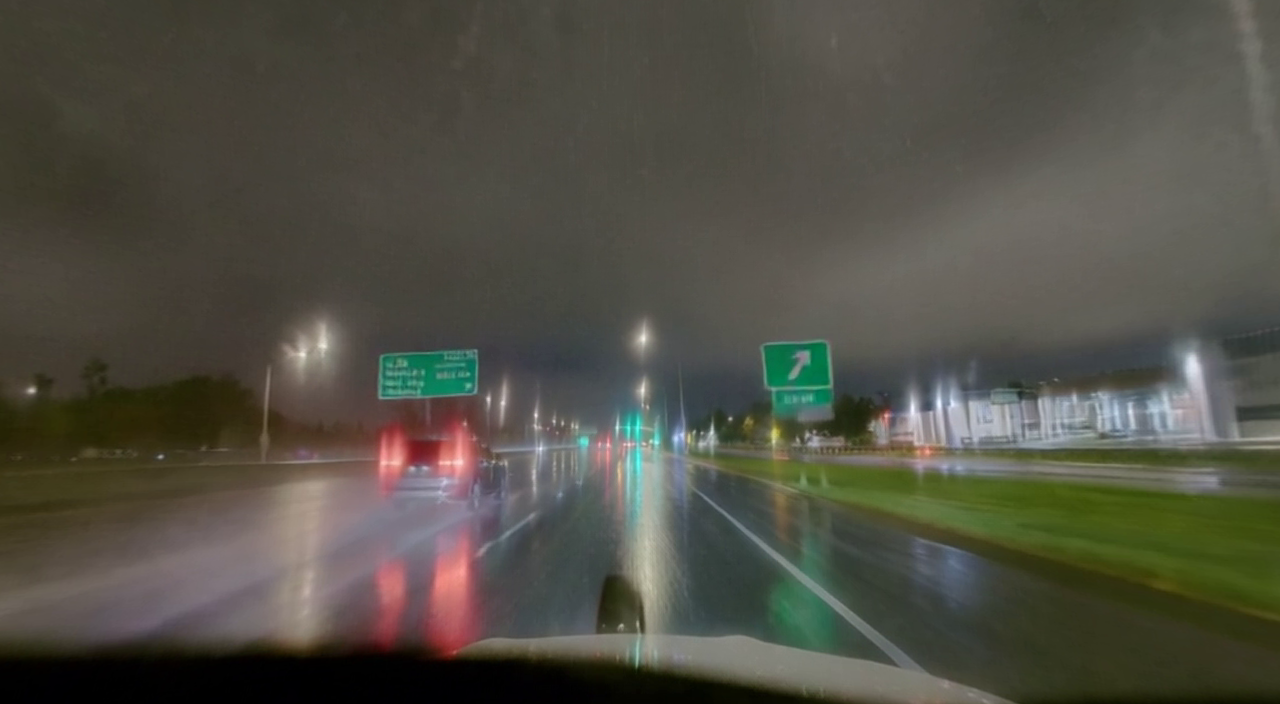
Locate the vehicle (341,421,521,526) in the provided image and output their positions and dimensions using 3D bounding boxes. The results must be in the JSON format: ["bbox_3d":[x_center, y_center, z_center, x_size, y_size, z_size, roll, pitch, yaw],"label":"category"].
[{"bbox_3d":[-4.023,2.434,13.209,2.150,1.761,4.697,0,-8,0],"label":"vehicle"}]
